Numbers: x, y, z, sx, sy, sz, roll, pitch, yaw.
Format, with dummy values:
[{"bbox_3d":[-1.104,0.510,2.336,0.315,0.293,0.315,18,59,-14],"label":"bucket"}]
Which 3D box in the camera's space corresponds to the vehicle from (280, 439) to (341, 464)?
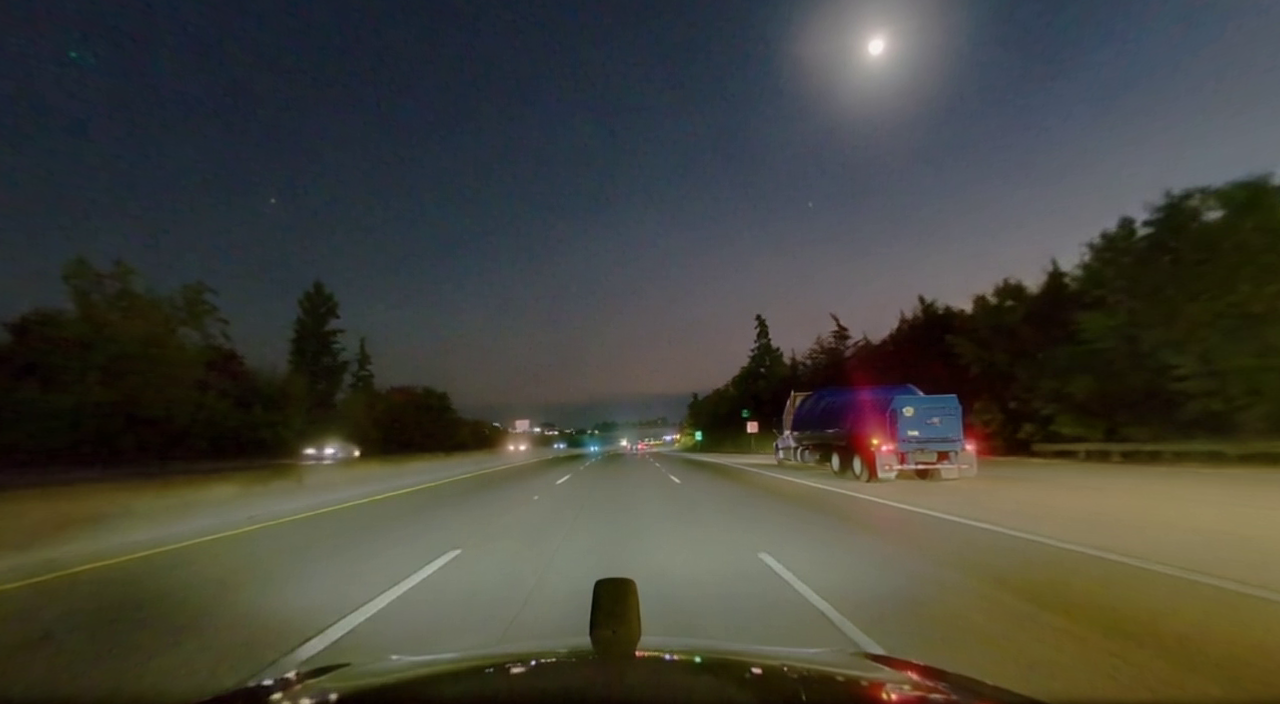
[{"bbox_3d":[-21.332,6.430,40.951,1.862,1.476,3.886,0,-7,0],"label":"vehicle"}]
